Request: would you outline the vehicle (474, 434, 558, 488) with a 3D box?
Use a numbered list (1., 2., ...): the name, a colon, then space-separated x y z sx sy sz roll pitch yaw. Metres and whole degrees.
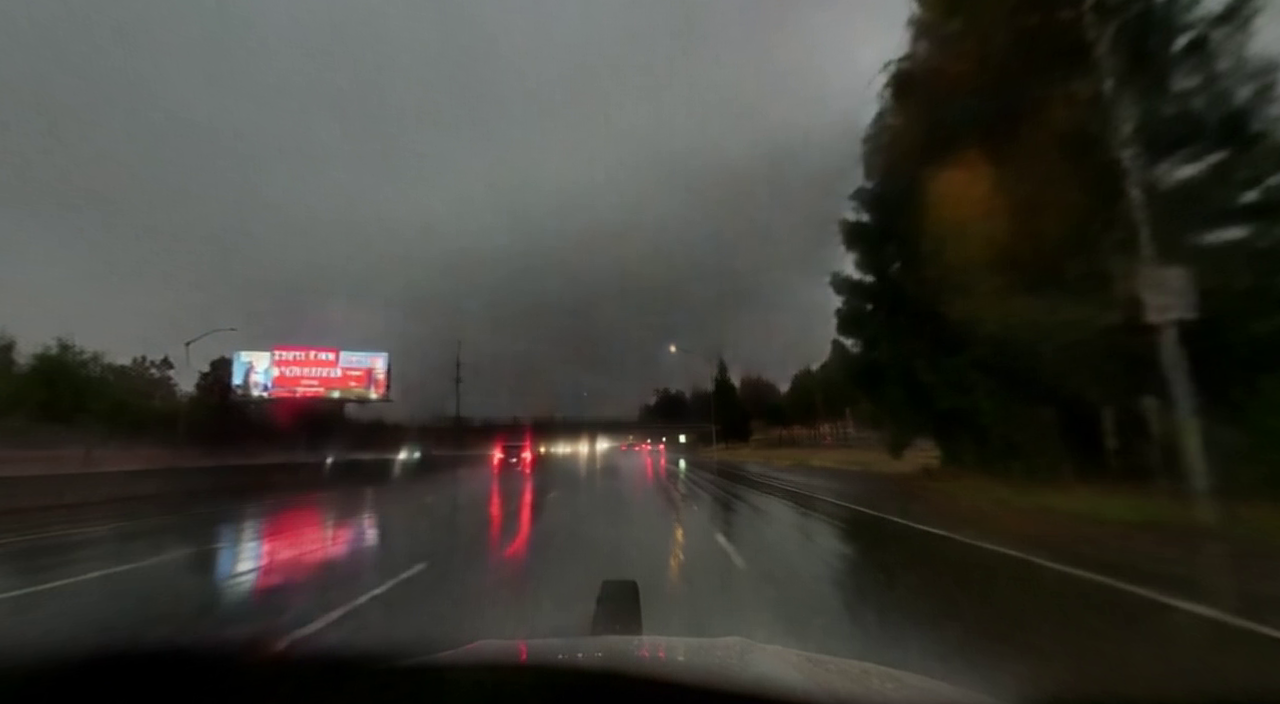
1. vehicle: -4.329 3.894 22.919 2.102 1.727 4.704 0 -9 0
